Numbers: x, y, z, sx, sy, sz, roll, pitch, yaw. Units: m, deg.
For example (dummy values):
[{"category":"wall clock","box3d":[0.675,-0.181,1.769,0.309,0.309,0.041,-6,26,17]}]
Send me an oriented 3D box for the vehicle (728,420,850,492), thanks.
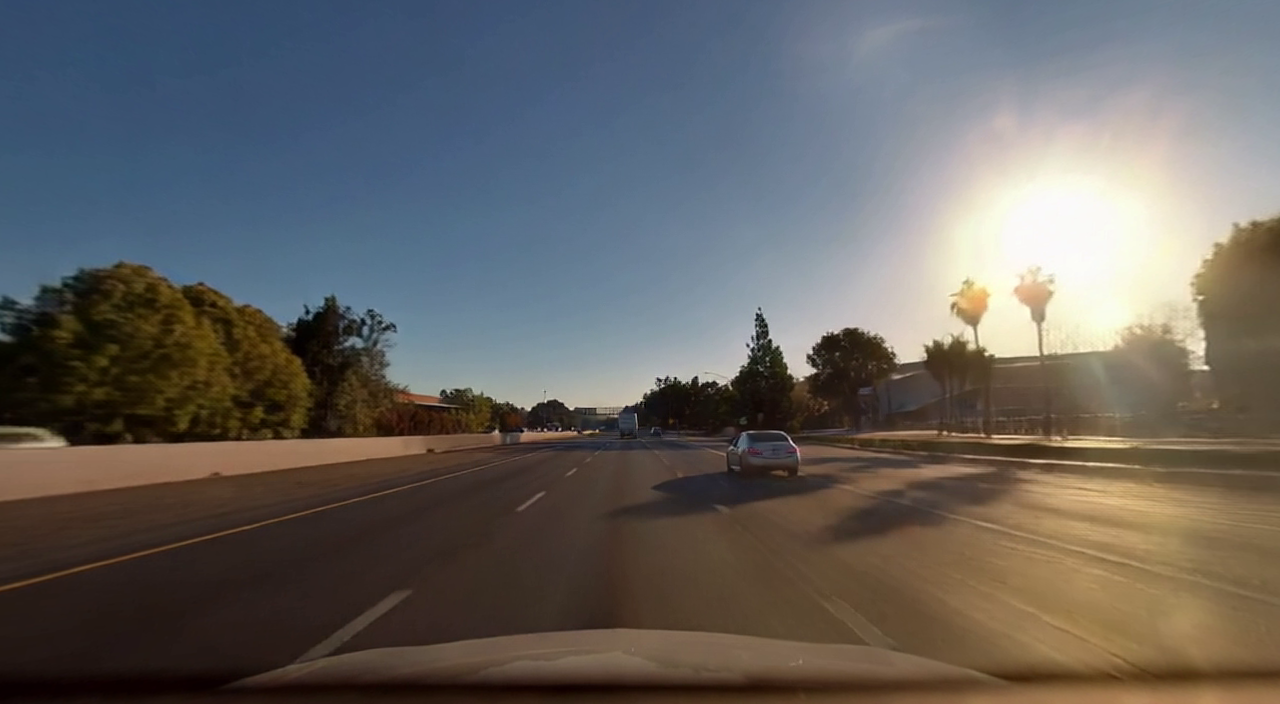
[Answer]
[{"category":"vehicle","box3d":[3.573,2.569,15.868,1.973,1.563,3.959,0,-8,-2]}]
